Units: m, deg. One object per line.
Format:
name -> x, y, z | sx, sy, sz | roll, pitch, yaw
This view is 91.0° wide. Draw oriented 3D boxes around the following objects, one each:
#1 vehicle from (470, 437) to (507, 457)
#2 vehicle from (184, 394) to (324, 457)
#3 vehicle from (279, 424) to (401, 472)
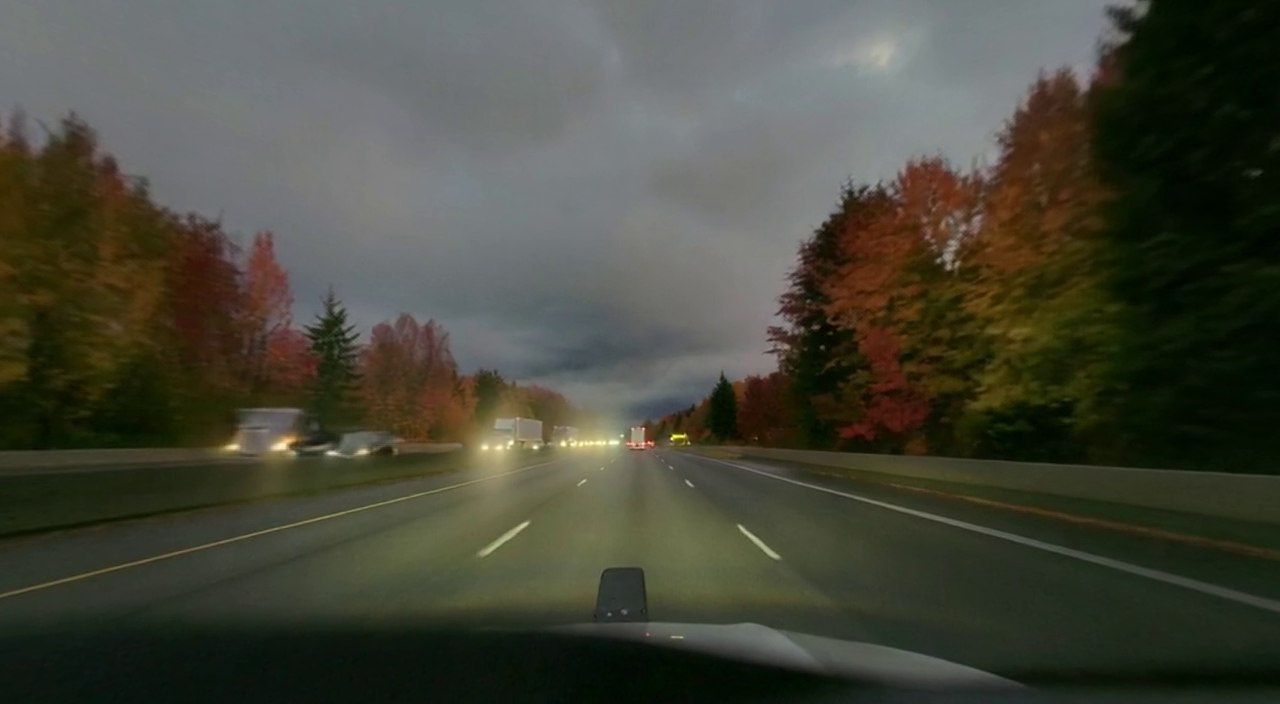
vehicle -> -11.958, 7.515, 49.989 | 1.925, 1.490, 4.372 | 0, -8, -1
vehicle -> -15.351, 3.040, 25.500 | 2.181, 2.282, 5.340 | 0, -8, 1
vehicle -> -11.255, 3.650, 24.104 | 2.186, 1.626, 4.920 | 0, -8, 1
